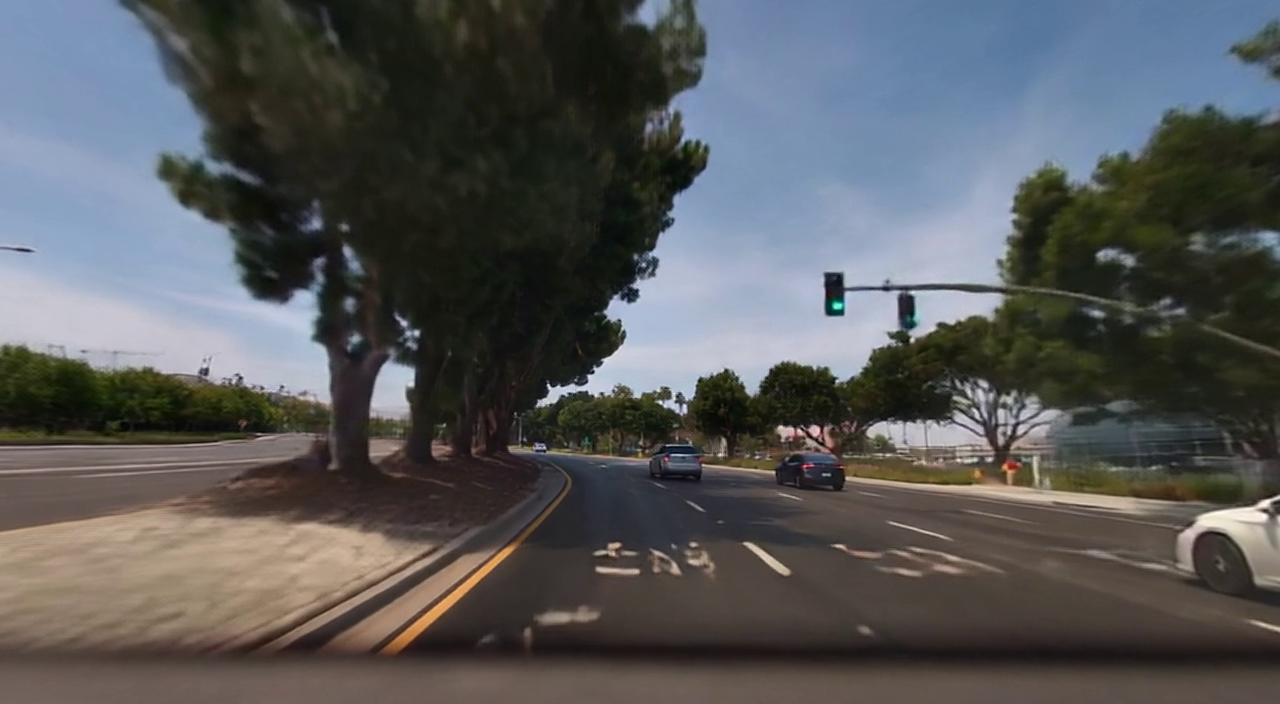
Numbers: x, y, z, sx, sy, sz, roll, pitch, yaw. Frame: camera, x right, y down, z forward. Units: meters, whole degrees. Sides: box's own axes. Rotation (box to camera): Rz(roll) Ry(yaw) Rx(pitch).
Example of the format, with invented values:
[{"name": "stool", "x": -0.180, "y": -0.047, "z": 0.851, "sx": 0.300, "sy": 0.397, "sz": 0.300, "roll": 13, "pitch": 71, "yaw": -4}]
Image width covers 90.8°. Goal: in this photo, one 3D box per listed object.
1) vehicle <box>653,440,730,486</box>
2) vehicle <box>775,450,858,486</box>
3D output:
[{"name": "vehicle", "x": 1.936, "y": 4.388, "z": 25.409, "sx": 2.122, "sy": 1.646, "sz": 4.525, "roll": 1, "pitch": -9, "yaw": -8}, {"name": "vehicle", "x": 7.978, "y": 5.268, "z": 29.069, "sx": 1.940, "sy": 1.460, "sz": 4.652, "roll": 1, "pitch": -9, "yaw": -8}]
